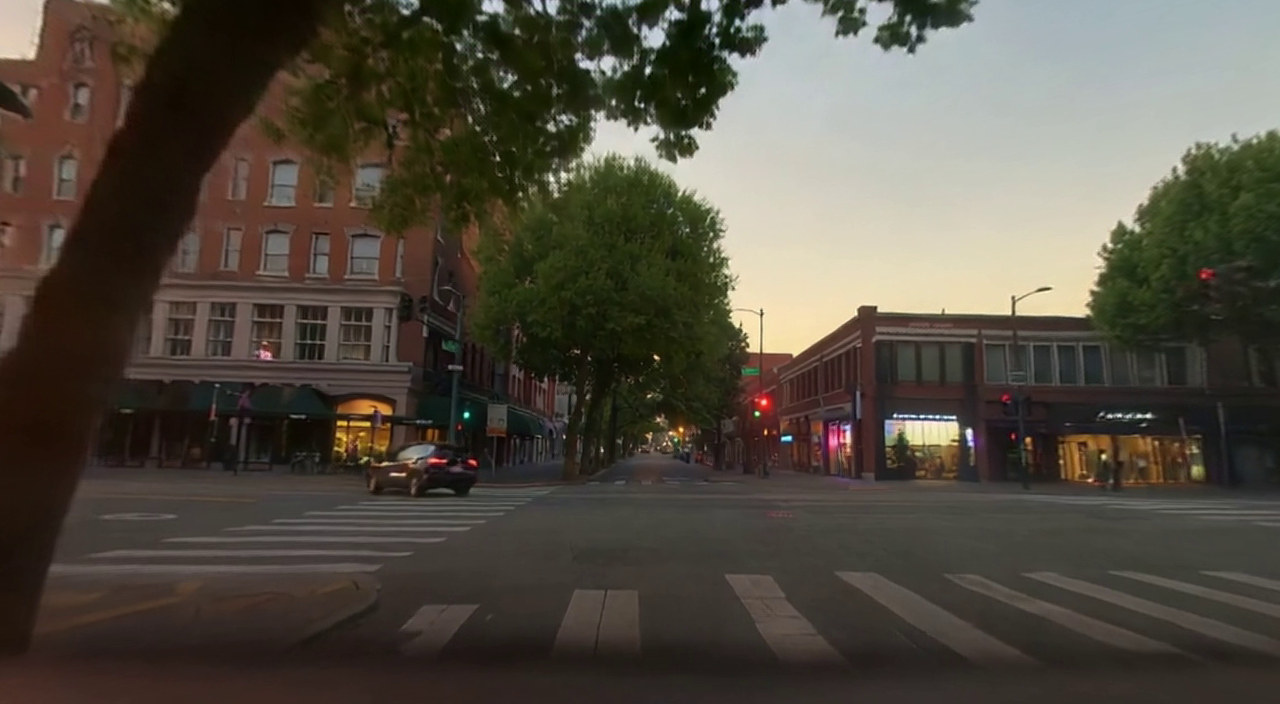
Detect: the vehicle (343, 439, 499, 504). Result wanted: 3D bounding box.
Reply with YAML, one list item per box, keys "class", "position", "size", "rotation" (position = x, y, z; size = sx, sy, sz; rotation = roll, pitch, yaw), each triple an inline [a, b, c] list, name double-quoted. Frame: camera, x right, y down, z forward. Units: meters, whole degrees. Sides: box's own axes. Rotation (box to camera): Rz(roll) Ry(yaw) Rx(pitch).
- class: "vehicle"
  position: [-5.957, 3.099, 16.935]
  size: [4.459, 1.482, 2.106]
  rotation: [-8, -12, 44]
